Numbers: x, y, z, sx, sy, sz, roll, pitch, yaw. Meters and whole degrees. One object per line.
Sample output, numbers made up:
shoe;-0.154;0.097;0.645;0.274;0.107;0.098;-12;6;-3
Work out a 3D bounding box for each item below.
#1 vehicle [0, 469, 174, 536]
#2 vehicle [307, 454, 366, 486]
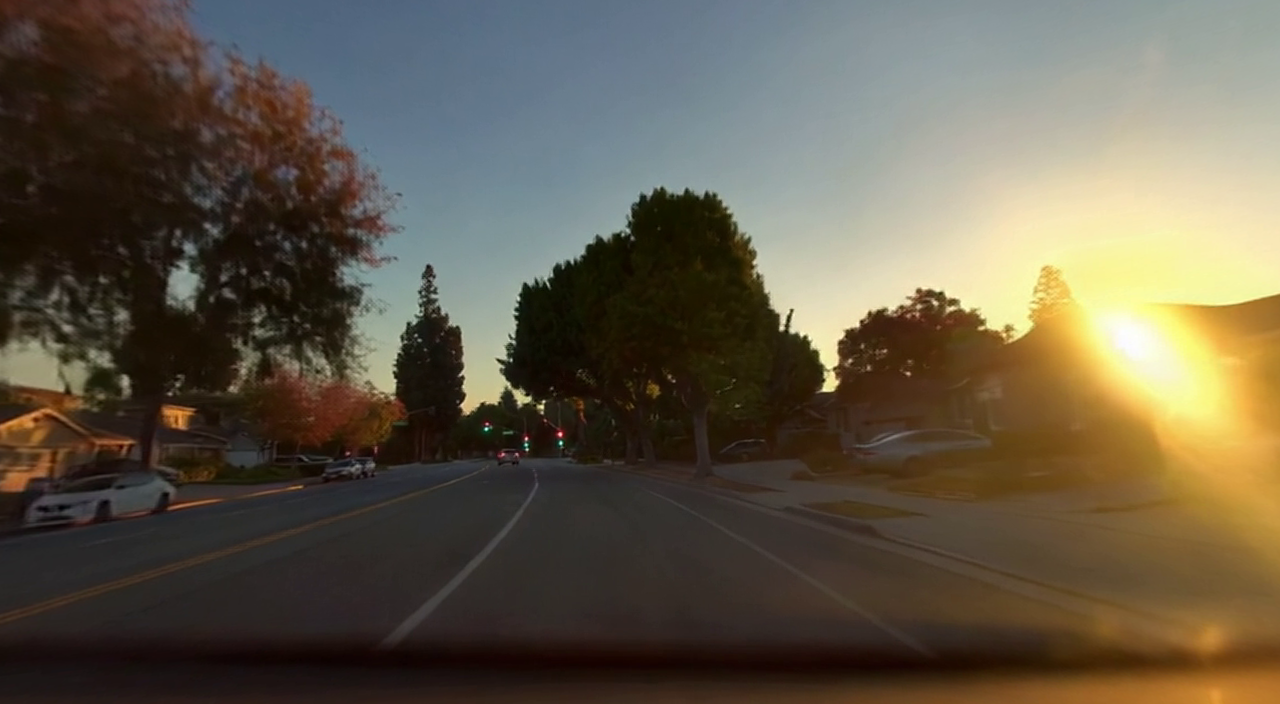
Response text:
vehicle;-15.729;4.151;17.933;1.911;1.436;4.554;1;-8;-7
vehicle;-19.391;7.555;40.602;2.029;1.726;5.366;-3;-9;-11
